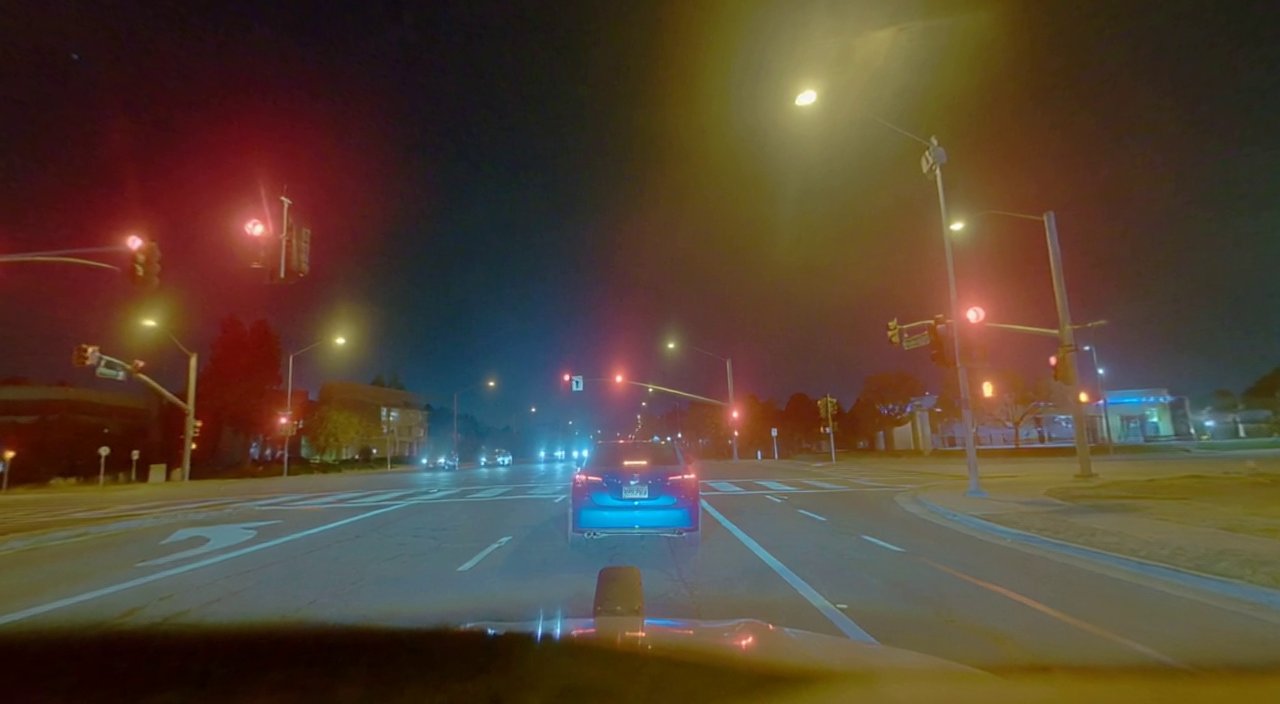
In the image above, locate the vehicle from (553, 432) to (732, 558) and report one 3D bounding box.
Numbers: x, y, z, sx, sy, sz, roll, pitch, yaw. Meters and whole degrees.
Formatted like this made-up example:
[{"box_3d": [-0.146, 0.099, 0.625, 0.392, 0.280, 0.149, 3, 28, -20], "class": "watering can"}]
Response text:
[{"box_3d": [0.003, 1.997, 9.521, 2.107, 1.470, 3.974, 0, -9, -1], "class": "vehicle"}]
